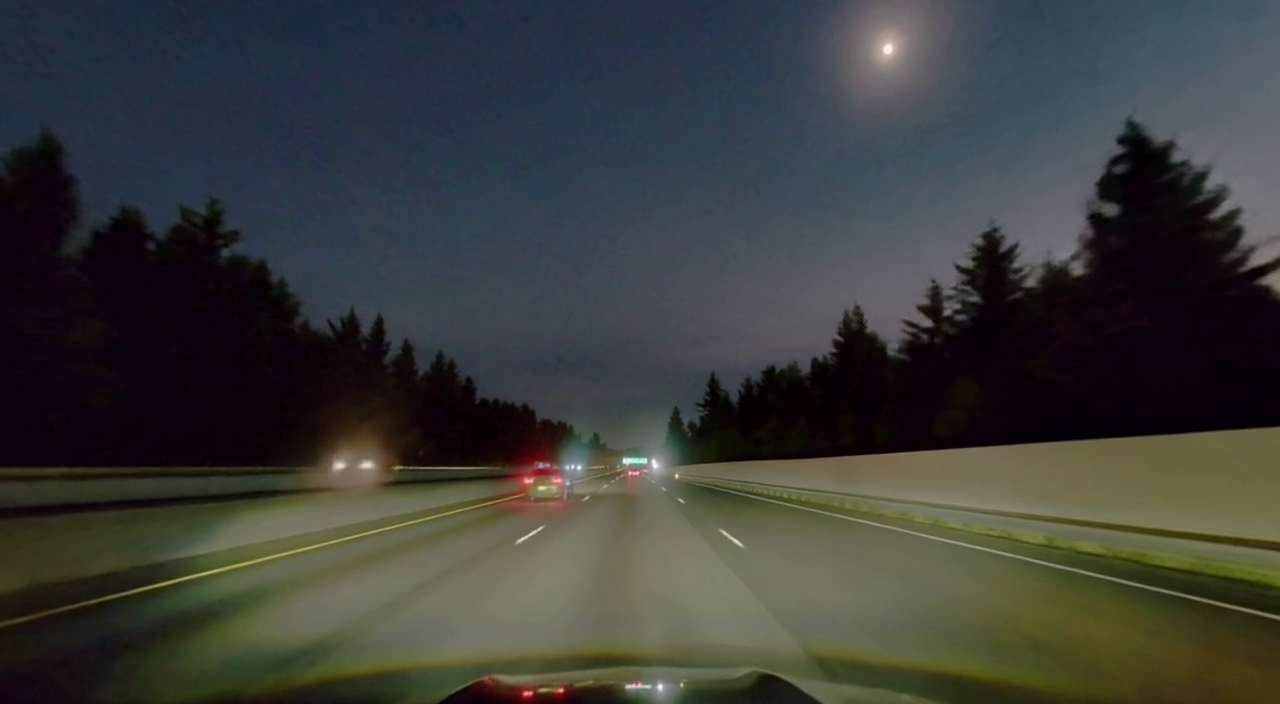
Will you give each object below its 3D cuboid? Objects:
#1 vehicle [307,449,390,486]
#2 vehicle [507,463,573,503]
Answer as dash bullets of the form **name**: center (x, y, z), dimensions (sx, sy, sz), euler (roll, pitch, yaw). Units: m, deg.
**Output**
- **vehicle**: center (-13.485, 5.415, 29.474), dimensions (1.850, 1.575, 4.224), euler (1, -11, 0)
- **vehicle**: center (-3.962, 5.291, 25.631), dimensions (2.006, 1.469, 4.050), euler (1, -11, 0)
